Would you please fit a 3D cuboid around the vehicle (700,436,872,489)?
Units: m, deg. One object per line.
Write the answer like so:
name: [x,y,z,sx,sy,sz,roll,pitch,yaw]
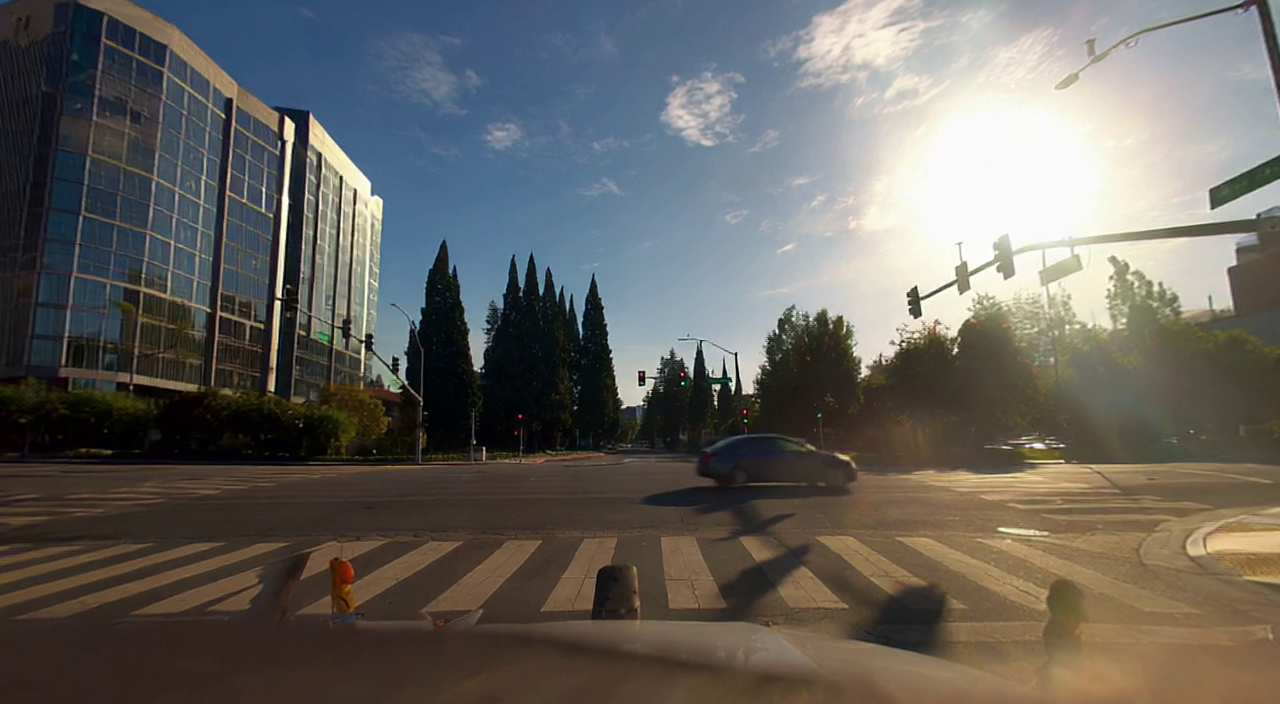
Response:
vehicle: [4.253,3.291,19.025,4.698,1.466,1.883,0,-9,0]
